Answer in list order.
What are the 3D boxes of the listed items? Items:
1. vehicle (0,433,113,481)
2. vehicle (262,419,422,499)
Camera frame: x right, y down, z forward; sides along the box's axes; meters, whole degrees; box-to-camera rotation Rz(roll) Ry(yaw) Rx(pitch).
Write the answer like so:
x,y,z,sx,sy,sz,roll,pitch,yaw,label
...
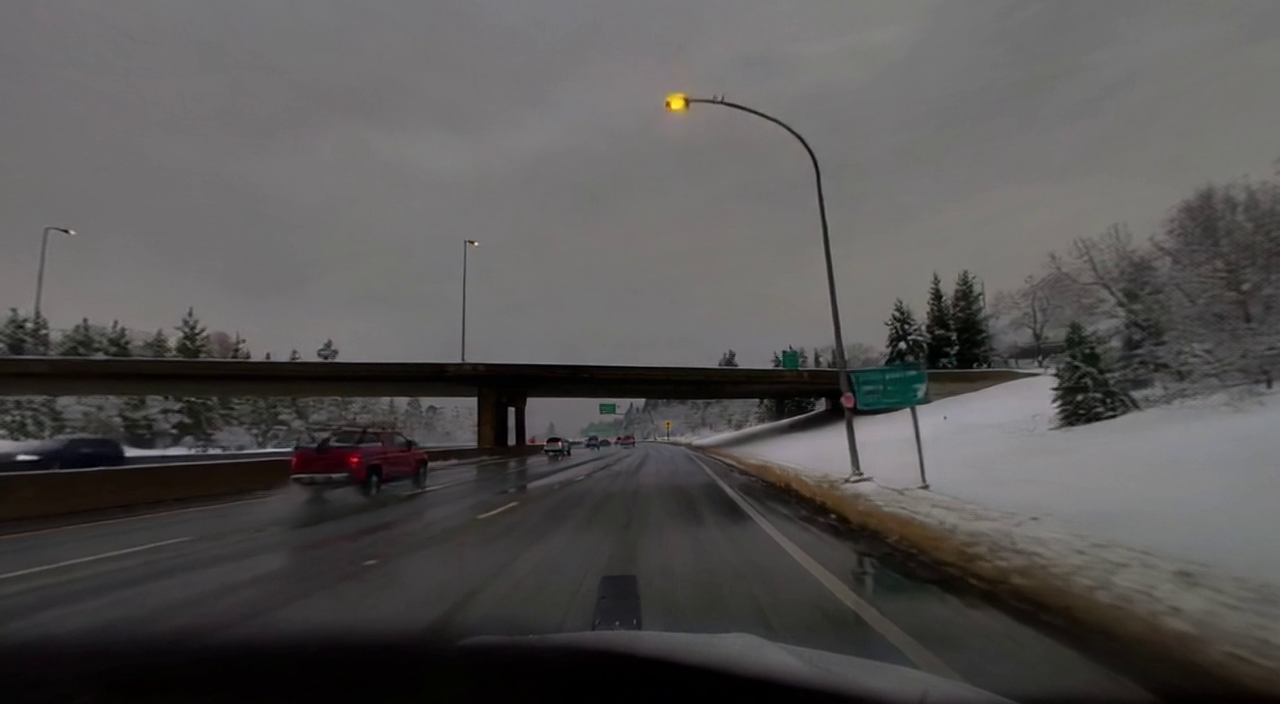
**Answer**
x,y,z,sx,sy,sz,roll,pitch,yaw,label
-22.578,3.838,23.348,1.889,1.602,4.509,-1,-8,3,vehicle
-7.884,2.848,17.235,1.956,1.888,4.512,-1,-8,3,vehicle
